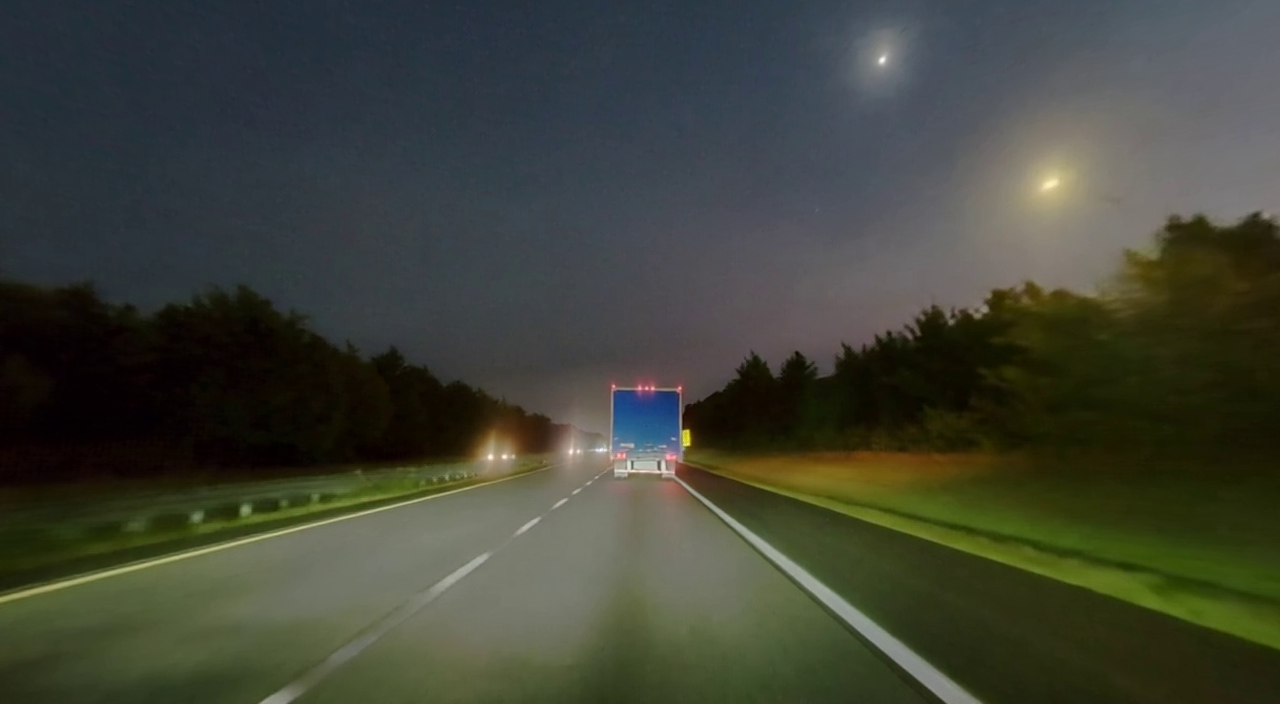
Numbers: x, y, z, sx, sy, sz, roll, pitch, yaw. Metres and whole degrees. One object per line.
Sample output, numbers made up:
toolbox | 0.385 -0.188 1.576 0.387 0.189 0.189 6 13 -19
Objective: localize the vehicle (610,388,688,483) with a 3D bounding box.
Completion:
vehicle | 0.205 3.791 27.962 2.913 3.530 8.648 0 -9 -2
